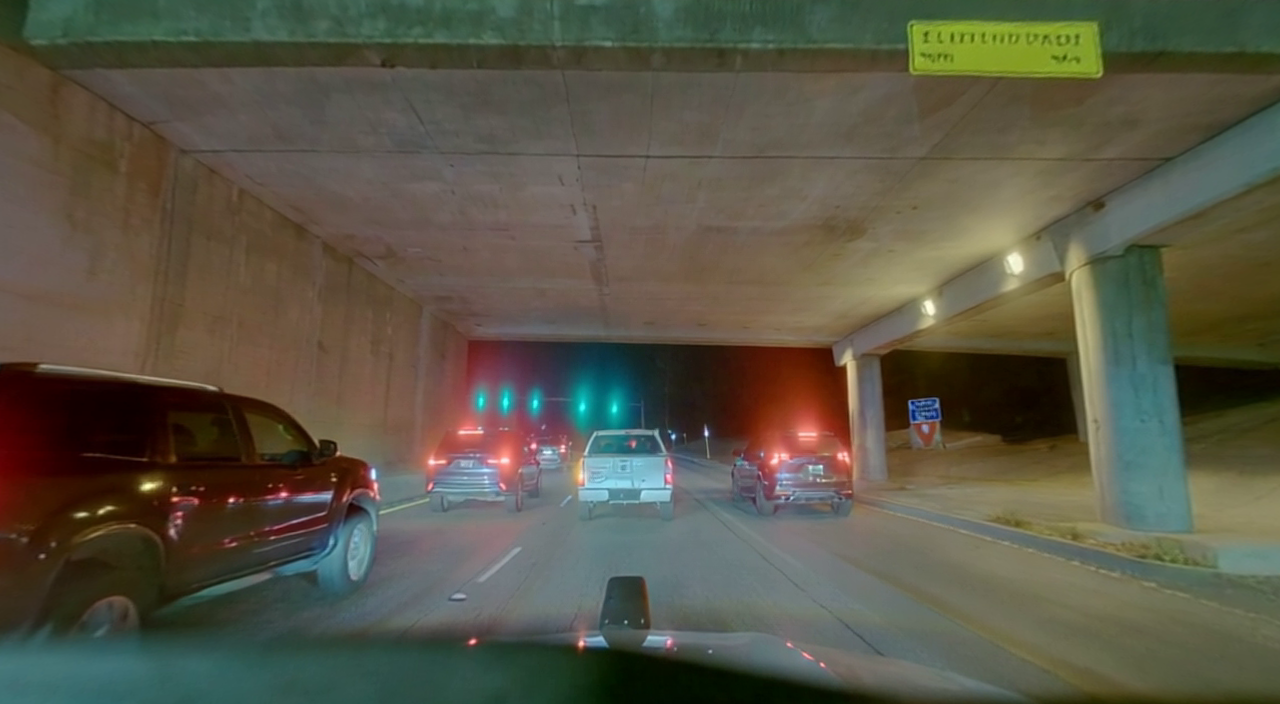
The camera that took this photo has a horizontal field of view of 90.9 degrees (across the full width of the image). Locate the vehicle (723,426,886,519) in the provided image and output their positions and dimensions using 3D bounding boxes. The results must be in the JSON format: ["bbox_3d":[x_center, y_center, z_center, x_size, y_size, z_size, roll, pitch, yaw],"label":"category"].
[{"bbox_3d":[3.436,2.657,14.557,2.234,1.720,5.378,0,-9,-1],"label":"vehicle"}]

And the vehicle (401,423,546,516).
[{"bbox_3d":[-3.437,2.521,13.963,2.127,1.720,4.064,0,-9,-1],"label":"vehicle"}]

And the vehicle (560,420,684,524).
[{"bbox_3d":[-0.352,2.332,12.686,2.097,1.748,3.794,0,-9,-1],"label":"vehicle"}]

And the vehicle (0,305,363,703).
[{"bbox_3d":[-3.432,0.840,3.025,2.074,1.814,4.596,0,-9,0],"label":"vehicle"}]

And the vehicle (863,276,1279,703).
[{"bbox_3d":[3.692,1.017,4.543,2.401,1.968,4.841,0,-9,1],"label":"vehicle"}]
